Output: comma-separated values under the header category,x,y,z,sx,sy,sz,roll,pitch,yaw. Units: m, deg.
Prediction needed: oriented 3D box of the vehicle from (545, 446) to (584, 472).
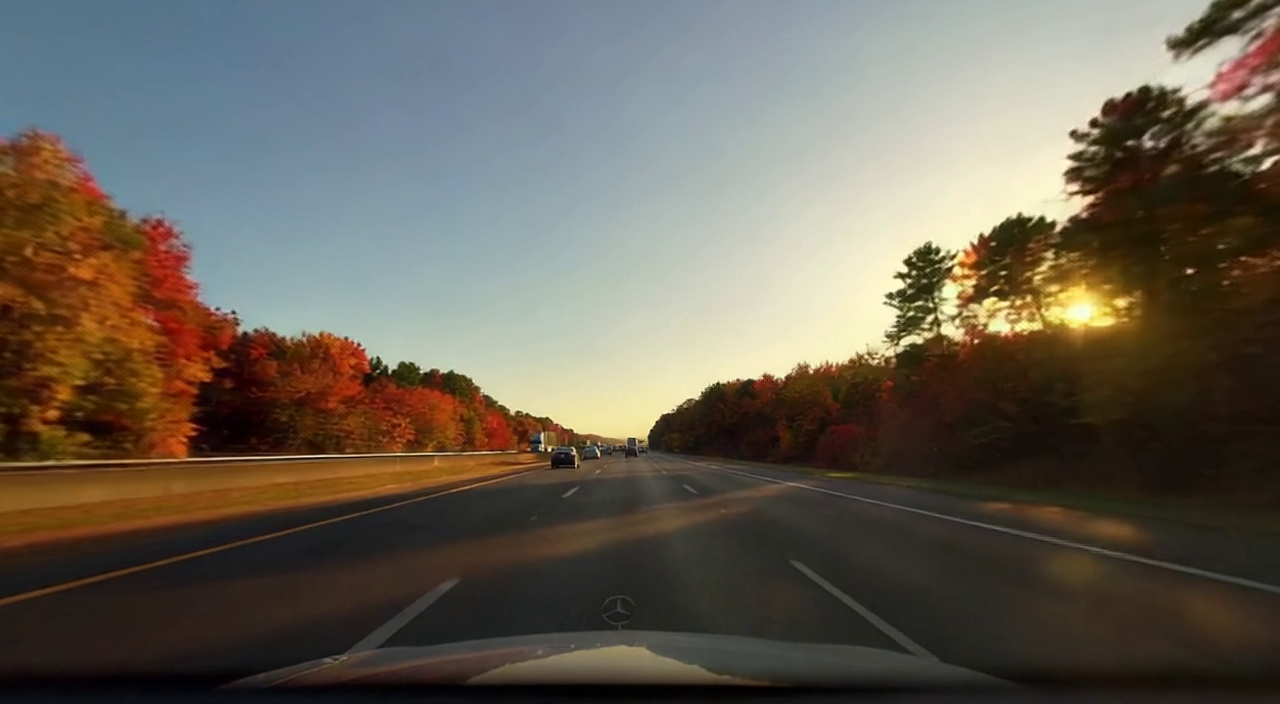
category,x,y,z,sx,sy,sz,roll,pitch,yaw
vehicle,-4.629,6.612,38.819,1.963,1.475,3.665,0,-9,-1
